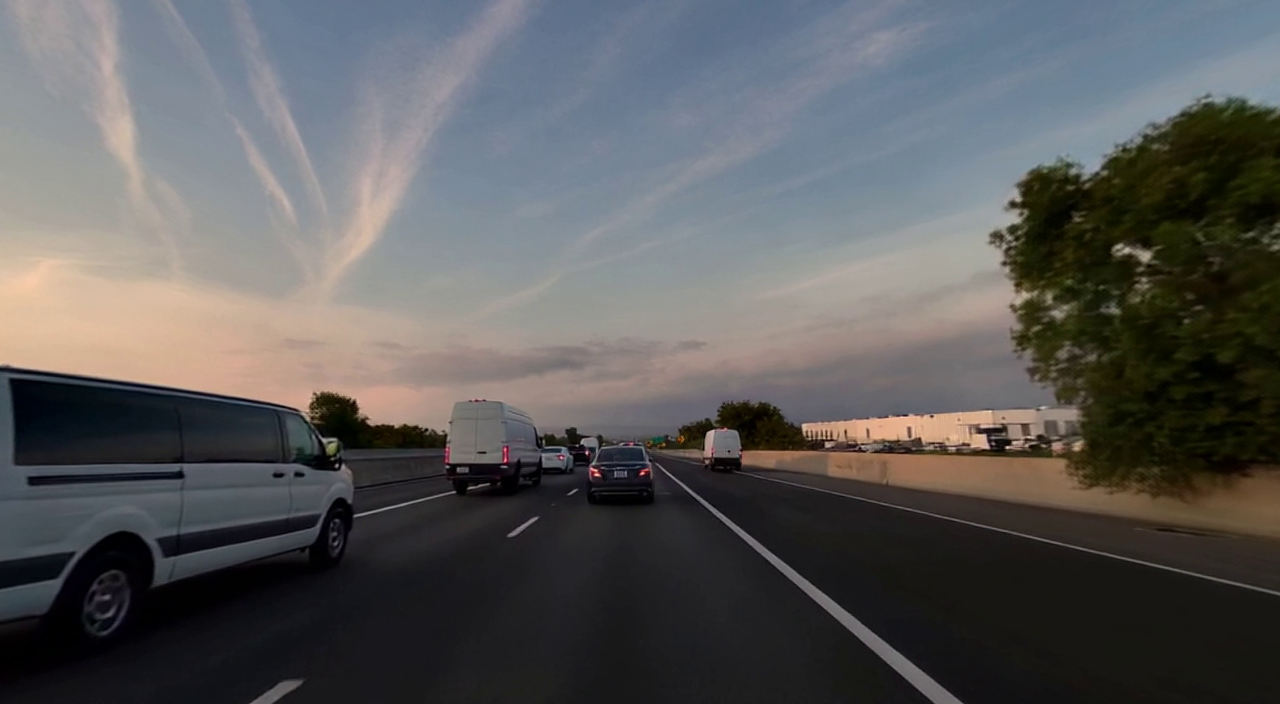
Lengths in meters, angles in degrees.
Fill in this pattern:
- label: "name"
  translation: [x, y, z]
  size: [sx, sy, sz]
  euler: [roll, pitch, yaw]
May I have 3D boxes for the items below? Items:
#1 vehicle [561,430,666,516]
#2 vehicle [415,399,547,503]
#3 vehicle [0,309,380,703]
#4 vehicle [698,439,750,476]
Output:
- label: "vehicle"
  translation: [-0.517, 2.721, 14.547]
  size: [2.093, 1.695, 3.782]
  euler: [0, -9, 0]
- label: "vehicle"
  translation: [-4.547, 3.037, 19.498]
  size: [2.248, 2.626, 6.837]
  euler: [0, -9, 0]
- label: "vehicle"
  translation: [-4.047, 1.021, 4.528]
  size: [2.253, 1.892, 4.823]
  euler: [0, -9, 0]
- label: "vehicle"
  translation: [4.223, 5.399, 32.294]
  size: [2.003, 1.754, 4.134]
  euler: [0, -9, -1]
